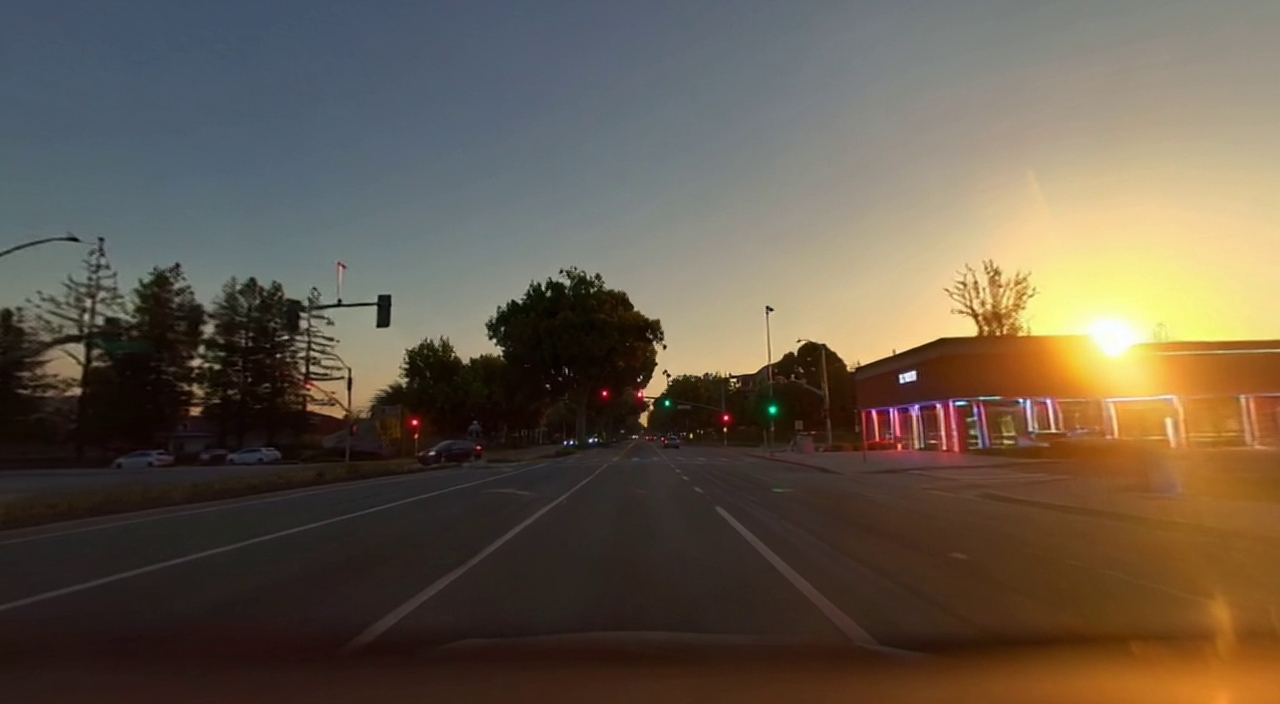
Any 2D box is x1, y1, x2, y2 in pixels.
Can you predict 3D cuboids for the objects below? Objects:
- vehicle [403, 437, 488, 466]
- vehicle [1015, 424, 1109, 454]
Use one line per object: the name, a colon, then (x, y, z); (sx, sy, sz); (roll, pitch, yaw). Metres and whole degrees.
vehicle: (-12.921, 6.627, 42.089); (4.938, 1.863, 2.162); (-1, -8, 4)
vehicle: (22.372, 4.617, 33.385); (4.694, 1.481, 1.884); (4, -9, -26)
